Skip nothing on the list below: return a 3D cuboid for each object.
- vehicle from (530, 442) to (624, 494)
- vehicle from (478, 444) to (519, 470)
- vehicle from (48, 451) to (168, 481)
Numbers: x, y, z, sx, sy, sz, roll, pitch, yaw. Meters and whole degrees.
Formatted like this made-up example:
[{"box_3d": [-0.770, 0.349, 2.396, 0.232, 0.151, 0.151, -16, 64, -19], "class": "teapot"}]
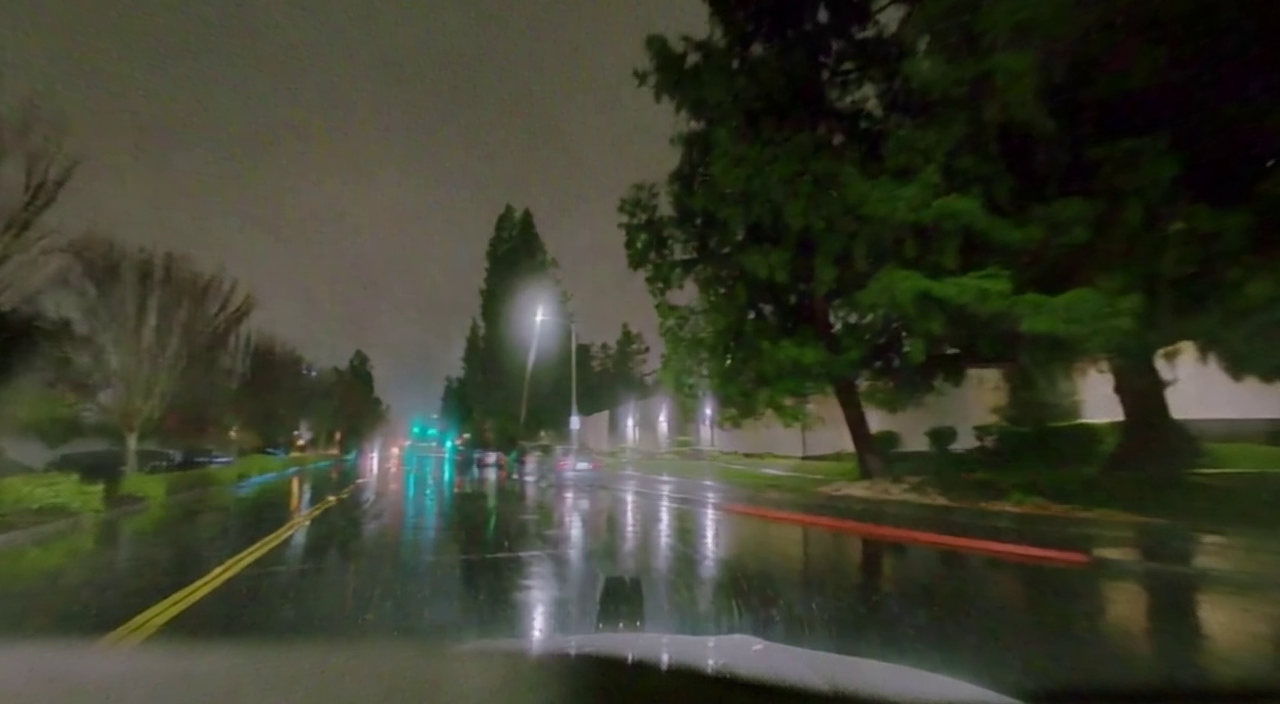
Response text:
[{"box_3d": [-2.313, 3.885, 21.730, 1.933, 1.528, 5.006, 3, -9, -21], "class": "vehicle"}, {"box_3d": [-9.497, 6.954, 42.138, 1.952, 1.538, 5.215, 3, -9, -20], "class": "vehicle"}, {"box_3d": [-27.826, 5.952, 33.140, 4.491, 1.455, 1.959, 0, -8, -1], "class": "vehicle"}]
